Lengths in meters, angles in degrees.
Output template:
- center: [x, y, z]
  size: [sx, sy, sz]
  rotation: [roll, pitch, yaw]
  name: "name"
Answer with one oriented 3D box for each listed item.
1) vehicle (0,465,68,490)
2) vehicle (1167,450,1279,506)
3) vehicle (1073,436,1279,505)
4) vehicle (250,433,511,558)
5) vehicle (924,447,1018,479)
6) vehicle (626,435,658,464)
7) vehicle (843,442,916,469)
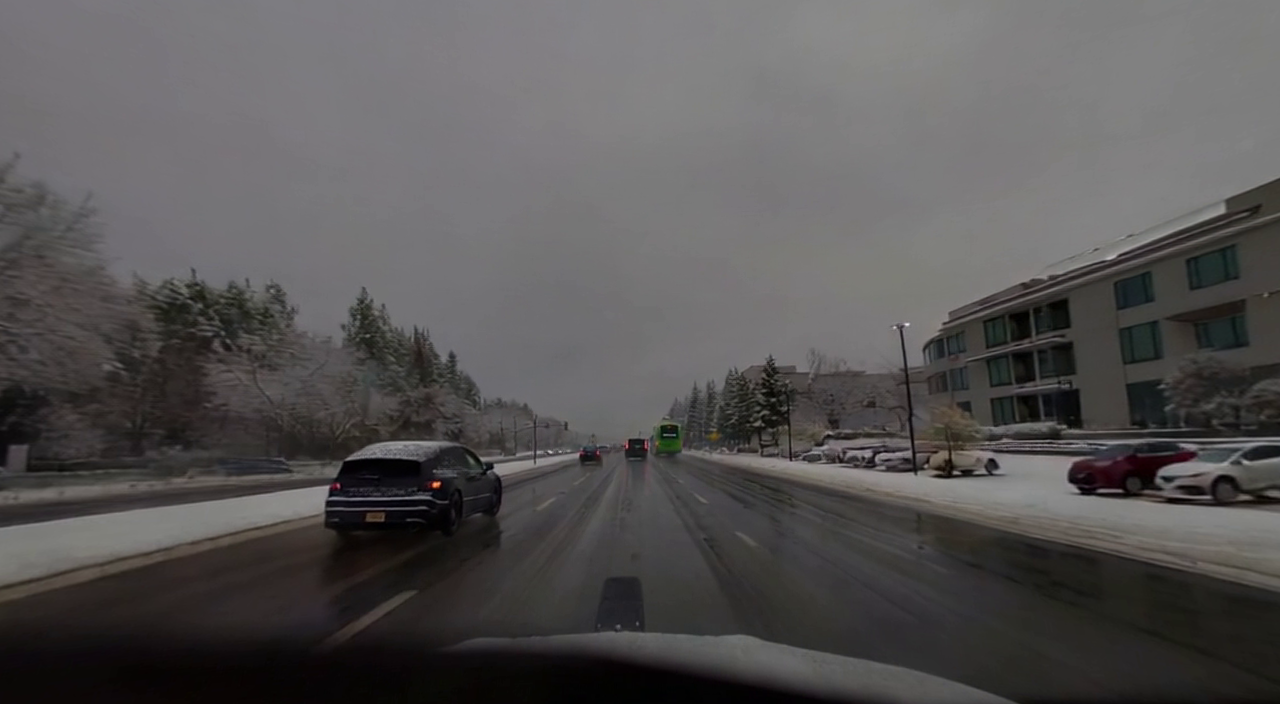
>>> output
- center: [-39.516, 8.069, 40.836]
  size: [1.633, 1.433, 3.617]
  rotation: [0, -9, -1]
  name: "vehicle"
- center: [17.165, 3.429, 17.381]
  size: [3.722, 1.408, 1.766]
  rotation: [0, -9, -1]
  name: "vehicle"
- center: [17.088, 3.789, 20.366]
  size: [4.520, 1.834, 2.167]
  rotation: [-3, -10, 0]
  name: "vehicle"
- center: [-3.579, 2.064, 9.880]
  size: [2.120, 1.481, 4.535]
  rotation: [0, -9, 1]
  name: "vehicle"
- center: [16.079, 5.404, 30.807]
  size: [3.495, 1.485, 1.806]
  rotation: [0, -9, -1]
  name: "vehicle"
- center: [0.053, 7.603, 49.336]
  size: [2.336, 2.122, 5.207]
  rotation: [0, -9, -2]
  name: "vehicle"
- center: [16.865, 7.315, 44.570]
  size: [4.402, 1.546, 1.628]
  rotation: [-3, -10, 0]
  name: "vehicle"
